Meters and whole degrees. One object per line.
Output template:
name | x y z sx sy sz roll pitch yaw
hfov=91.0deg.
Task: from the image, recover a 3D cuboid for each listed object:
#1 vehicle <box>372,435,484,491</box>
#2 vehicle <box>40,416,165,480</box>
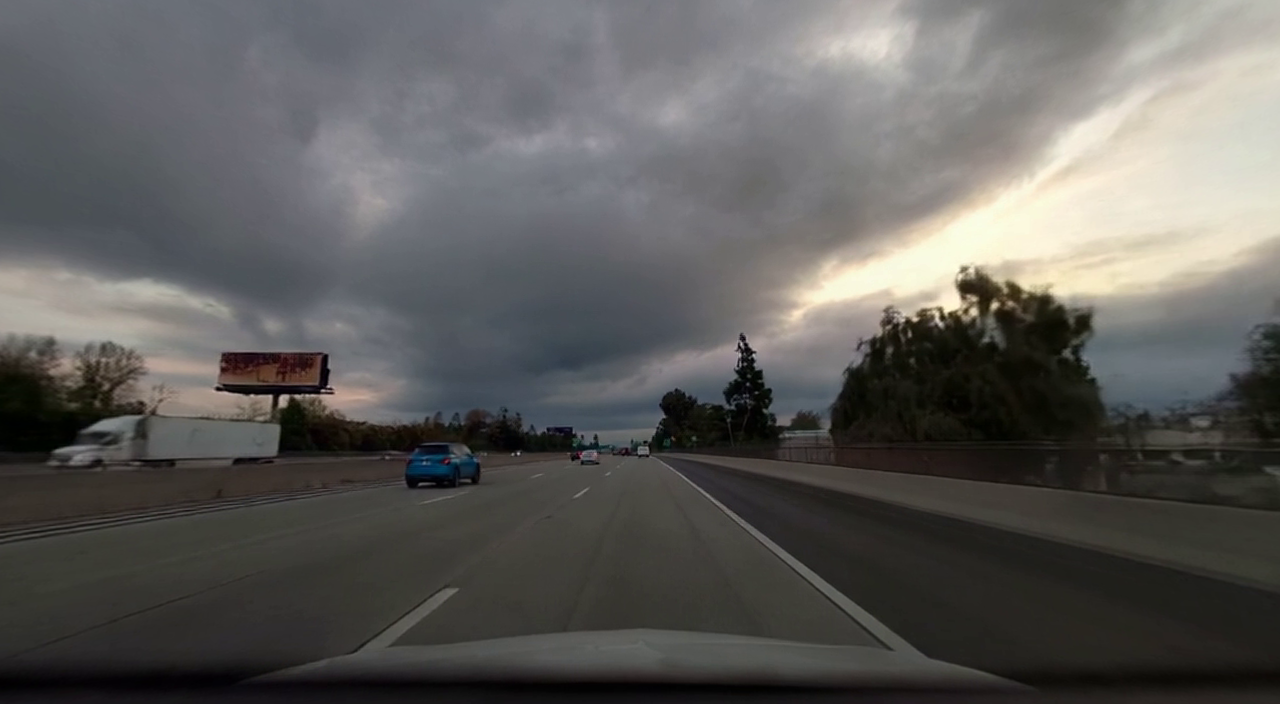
vehicle | -7.036 3.731 21.527 2.055 1.683 4.804 0 -9 1
vehicle | -36.266 6.531 42.835 2.964 4.002 5.934 0 -9 0
